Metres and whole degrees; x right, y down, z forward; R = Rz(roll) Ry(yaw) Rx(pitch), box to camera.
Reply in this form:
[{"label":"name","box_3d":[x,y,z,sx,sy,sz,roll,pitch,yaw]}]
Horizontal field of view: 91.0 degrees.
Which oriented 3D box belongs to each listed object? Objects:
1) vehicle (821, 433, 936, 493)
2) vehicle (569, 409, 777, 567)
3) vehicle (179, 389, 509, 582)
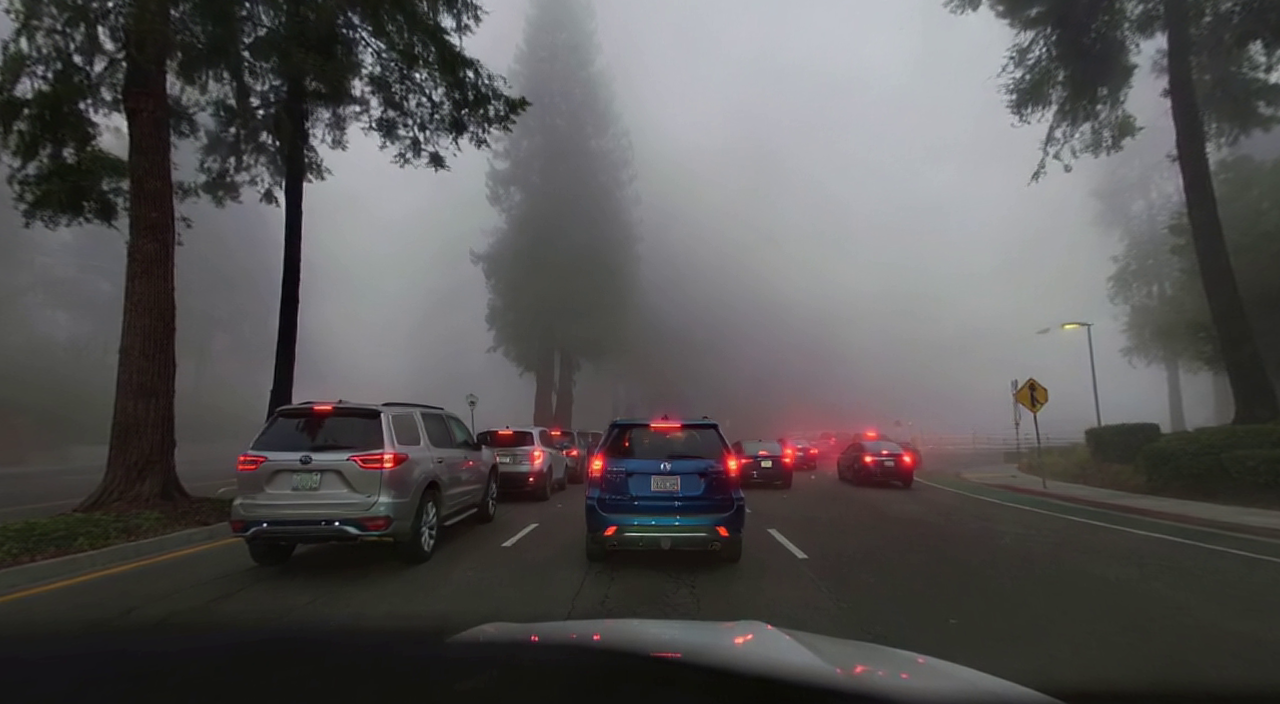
[{"label":"vehicle","box_3d":[6.998,3.291,19.011,2.067,1.599,4.251,-1,-8,4]},{"label":"vehicle","box_3d":[0.371,1.746,8.791,2.189,1.649,4.171,0,-8,1]},{"label":"vehicle","box_3d":[-3.257,1.579,8.191,2.085,1.812,4.388,0,-8,1]}]
